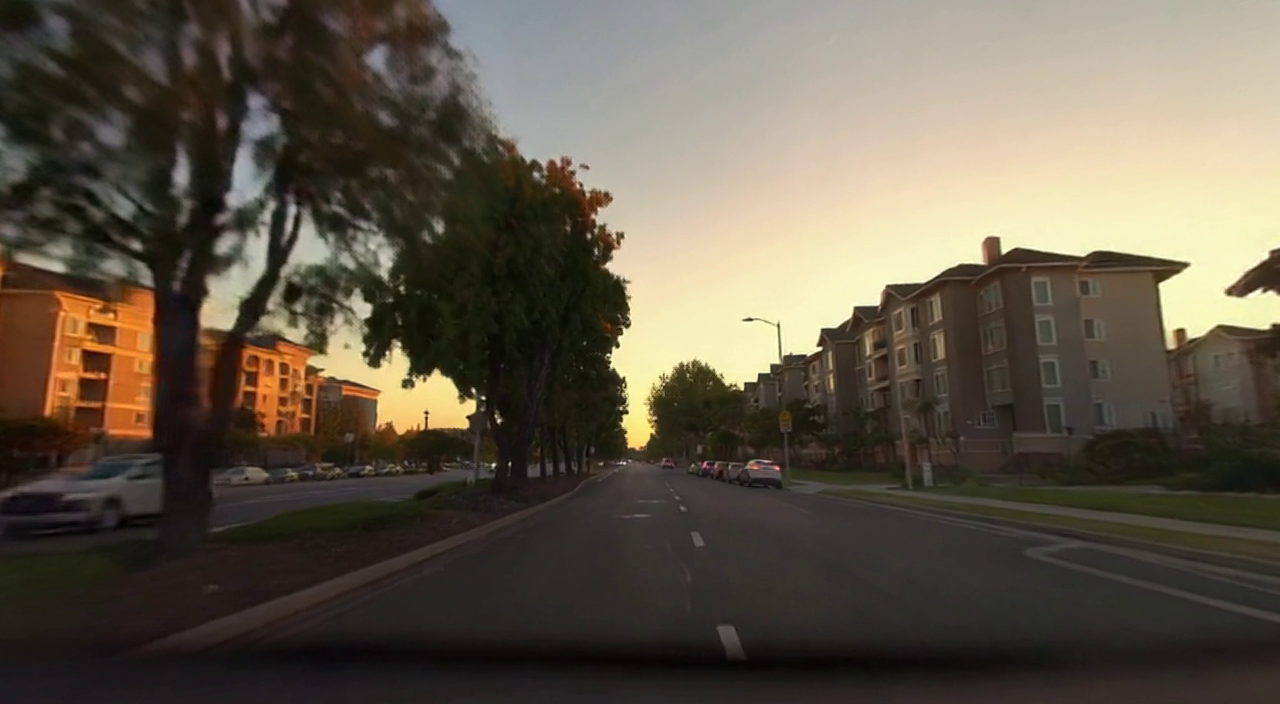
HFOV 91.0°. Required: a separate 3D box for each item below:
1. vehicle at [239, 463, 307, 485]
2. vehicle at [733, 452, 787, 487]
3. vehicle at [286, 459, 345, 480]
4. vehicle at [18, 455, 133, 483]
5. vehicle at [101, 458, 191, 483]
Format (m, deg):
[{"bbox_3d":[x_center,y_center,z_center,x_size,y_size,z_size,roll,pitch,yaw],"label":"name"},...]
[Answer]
[{"bbox_3d":[-25.856,8.582,44.512,1.931,1.427,4.578,0,-9,1],"label":"vehicle"},{"bbox_3d":[7.006,6.901,37.342,2.241,1.877,4.810,0,-9,0],"label":"vehicle"},{"bbox_3d":[-25.645,9.316,49.976,1.939,1.514,4.793,0,-9,3],"label":"vehicle"},{"bbox_3d":[-33.280,6.863,37.207,2.023,1.567,4.818,-9,-13,44],"label":"vehicle"},{"bbox_3d":[-32.539,7.782,41.520,1.836,1.533,4.324,-9,-13,43],"label":"vehicle"}]
